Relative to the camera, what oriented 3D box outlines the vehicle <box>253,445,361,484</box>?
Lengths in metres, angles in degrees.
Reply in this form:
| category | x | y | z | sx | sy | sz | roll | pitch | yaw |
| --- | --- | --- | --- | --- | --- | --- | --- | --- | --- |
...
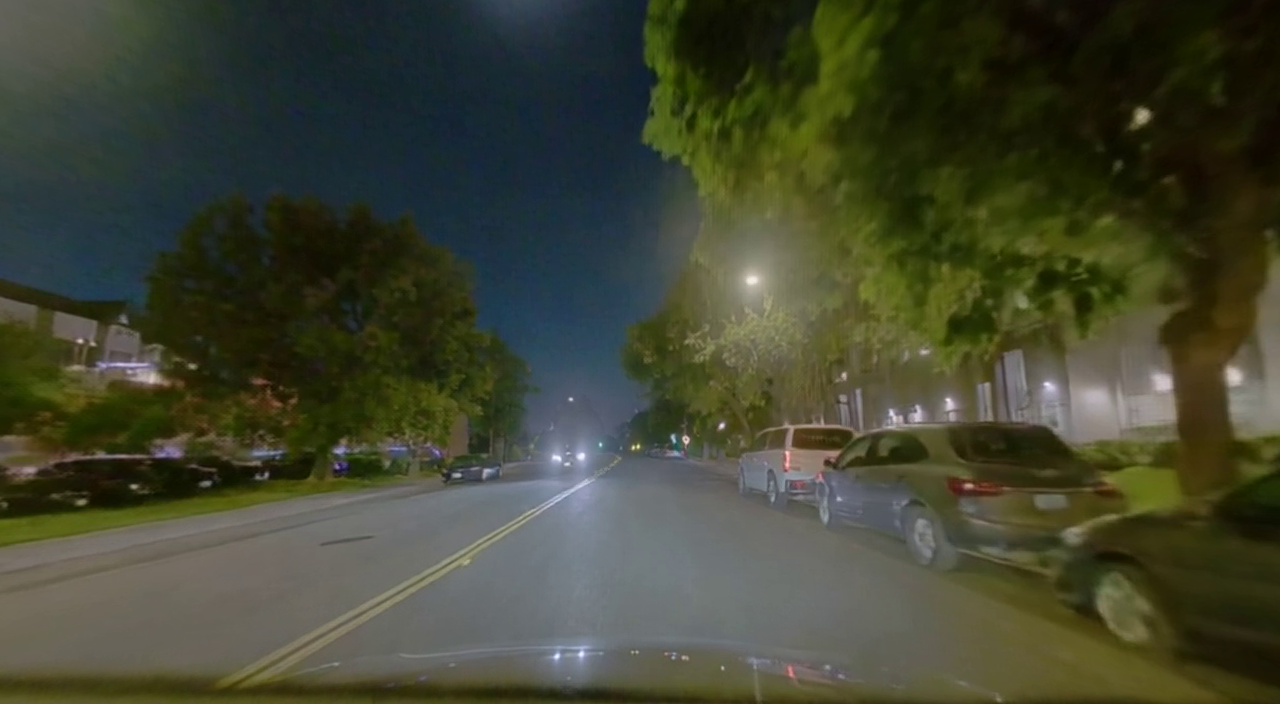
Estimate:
| category | x | y | z | sx | sy | sz | roll | pitch | yaw |
| --- | --- | --- | --- | --- | --- | --- | --- | --- | --- |
| vehicle | -15.613 | 5.240 | 29.591 | 4.696 | 1.681 | 1.905 | -4 | -9 | 24 |

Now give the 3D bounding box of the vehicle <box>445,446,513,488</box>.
| category | x | y | z | sx | sy | sz | roll | pitch | yaw |
| --- | --- | --- | --- | --- | --- | --- | --- | --- | --- |
| vehicle | -7.136 | 5.081 | 28.394 | 1.928 | 1.537 | 4.439 | -5 | -8 | -2 |

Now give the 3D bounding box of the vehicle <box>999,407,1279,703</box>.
| category | x | y | z | sx | sy | sz | roll | pitch | yaw |
| --- | --- | --- | --- | --- | --- | --- | --- | --- | --- |
| vehicle | 4.083 | 0.982 | 2.684 | 1.952 | 1.538 | 5.215 | 0 | -8 | -1 |

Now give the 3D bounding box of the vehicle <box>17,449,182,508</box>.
| category | x | y | z | sx | sy | sz | roll | pitch | yaw |
| --- | --- | --- | --- | --- | --- | --- | --- | --- | --- |
| vehicle | -16.421 | 3.759 | 19.201 | 4.452 | 1.552 | 2.158 | -5 | -10 | 27 |

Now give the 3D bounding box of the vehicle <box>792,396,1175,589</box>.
| category | x | y | z | sx | sy | sz | roll | pitch | yaw |
| --- | --- | --- | --- | --- | --- | --- | --- | --- | --- |
| vehicle | 3.873 | 1.706 | 8.633 | 2.094 | 1.789 | 5.286 | 0 | -9 | -2 |

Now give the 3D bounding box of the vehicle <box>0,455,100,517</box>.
| category | x | y | z | sx | sy | sz | roll | pitch | yaw |
| --- | --- | --- | --- | --- | --- | --- | --- | --- | --- |
| vehicle | -16.528 | 3.432 | 16.493 | 4.018 | 1.401 | 1.912 | -4 | -9 | 21 |

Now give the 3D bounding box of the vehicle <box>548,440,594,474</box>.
| category | x | y | z | sx | sy | sz | roll | pitch | yaw |
| --- | --- | --- | --- | --- | --- | --- | --- | --- | --- |
| vehicle | -3.846 | 5.916 | 35.947 | 2.088 | 1.772 | 4.375 | -1 | -9 | 0 |
